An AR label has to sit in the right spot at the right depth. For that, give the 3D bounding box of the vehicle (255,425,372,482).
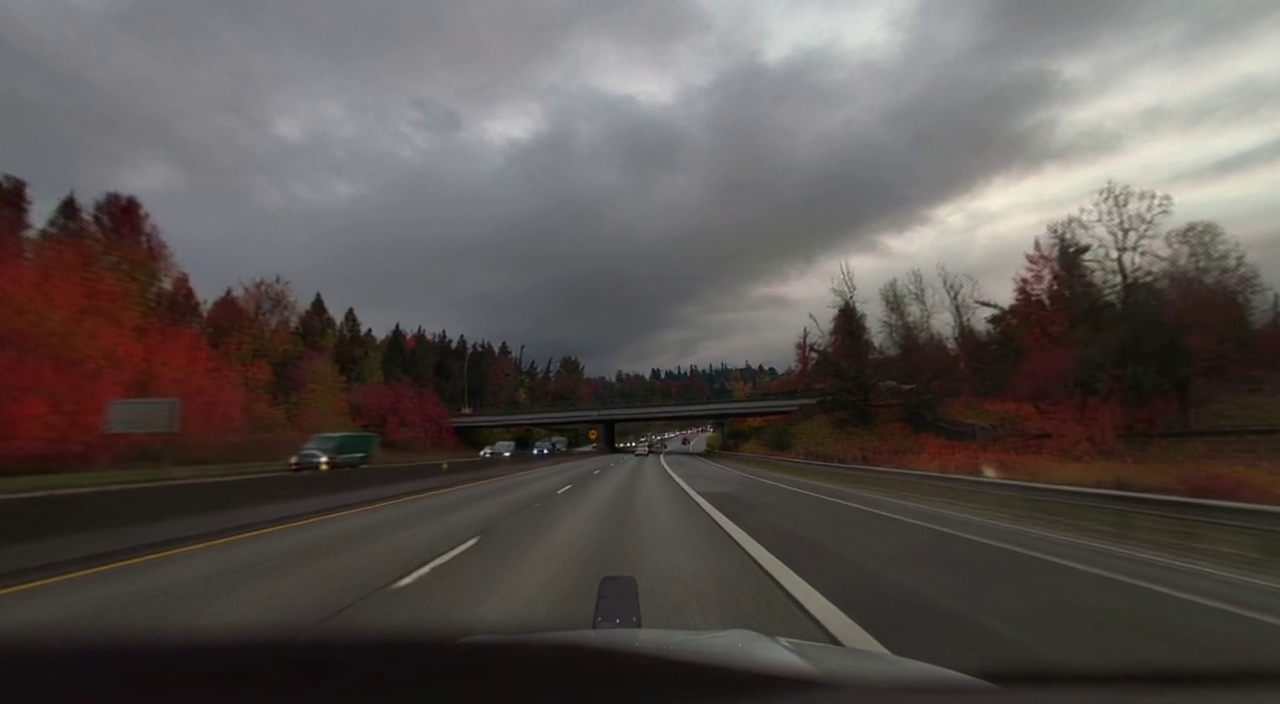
[{"bbox_3d":[-16.866,5.312,33.050,2.337,2.633,6.958,0,-9,1],"label":"vehicle"}]
